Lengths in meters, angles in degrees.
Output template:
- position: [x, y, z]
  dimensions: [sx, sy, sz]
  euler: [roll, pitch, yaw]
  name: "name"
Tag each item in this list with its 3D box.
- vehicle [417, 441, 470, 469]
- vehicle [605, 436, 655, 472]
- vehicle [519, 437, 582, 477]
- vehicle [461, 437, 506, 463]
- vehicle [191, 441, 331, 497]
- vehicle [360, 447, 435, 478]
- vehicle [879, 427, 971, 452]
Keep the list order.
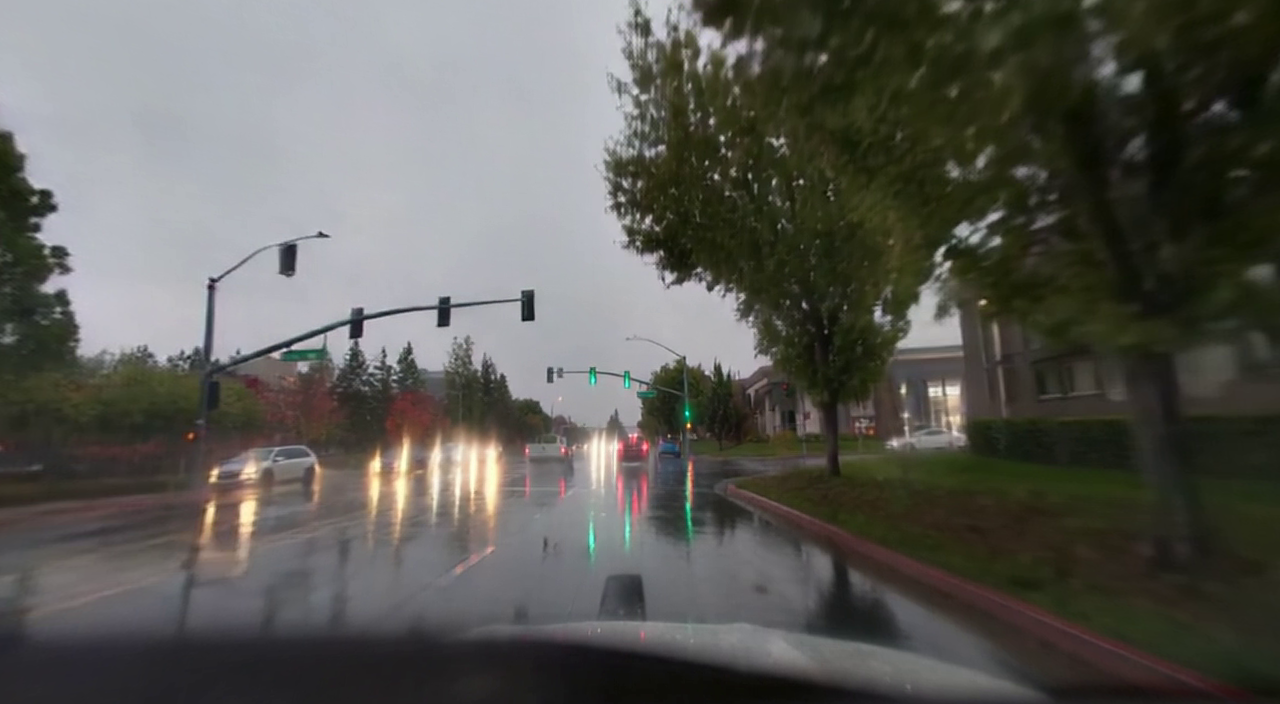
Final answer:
- position: [-12.563, 6.613, 40.689]
  dimensions: [1.986, 1.712, 4.399]
  euler: [0, -8, 1]
  name: "vehicle"
- position: [-0.456, 4.489, 28.043]
  dimensions: [2.085, 1.475, 3.976]
  euler: [0, -8, -1]
  name: "vehicle"
- position: [-3.564, 4.232, 25.786]
  dimensions: [1.921, 1.477, 4.083]
  euler: [0, -8, 1]
  name: "vehicle"
- position: [-12.294, 7.742, 49.912]
  dimensions: [2.260, 1.921, 4.902]
  euler: [0, -8, 0]
  name: "vehicle"
- position: [-13.140, 4.048, 22.334]
  dimensions: [1.999, 1.755, 4.518]
  euler: [0, -8, 2]
  name: "vehicle"
- position: [-12.559, 5.704, 33.014]
  dimensions: [1.909, 1.462, 4.608]
  euler: [0, -8, 3]
  name: "vehicle"
- position: [17.201, 5.338, 38.288]
  dimensions: [4.517, 1.455, 2.233]
  euler: [0, -9, 3]
  name: "vehicle"
